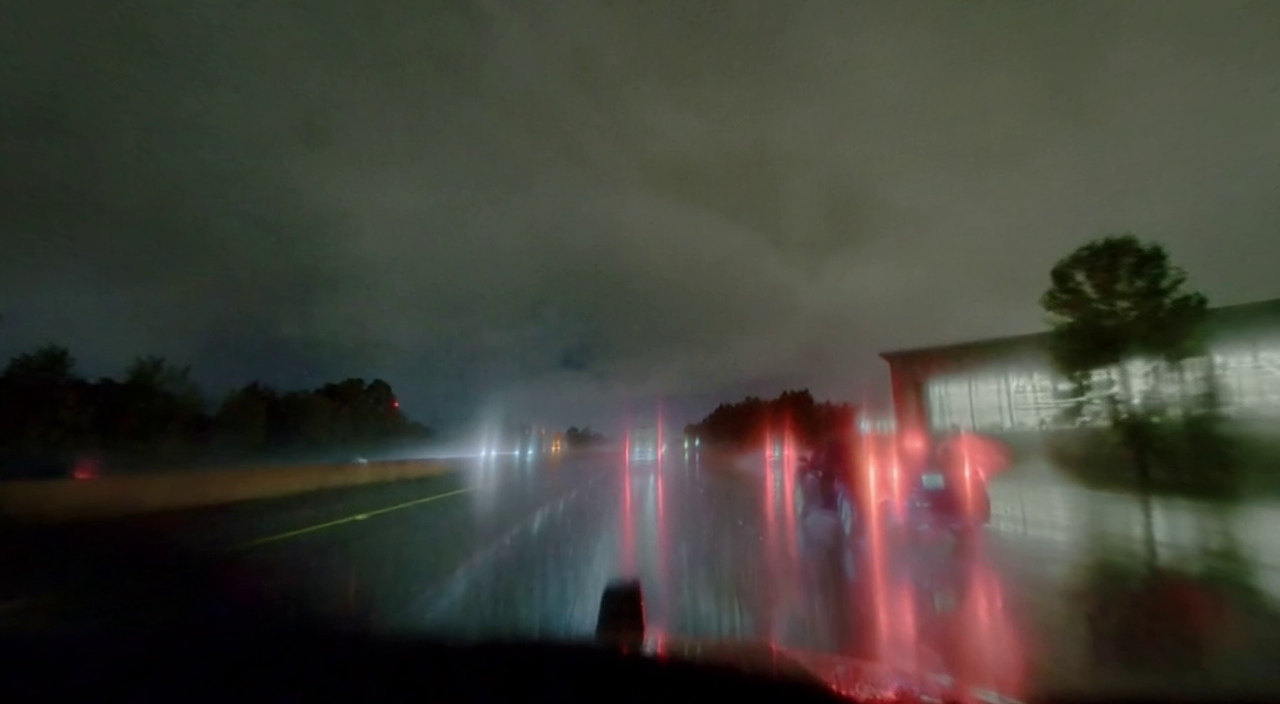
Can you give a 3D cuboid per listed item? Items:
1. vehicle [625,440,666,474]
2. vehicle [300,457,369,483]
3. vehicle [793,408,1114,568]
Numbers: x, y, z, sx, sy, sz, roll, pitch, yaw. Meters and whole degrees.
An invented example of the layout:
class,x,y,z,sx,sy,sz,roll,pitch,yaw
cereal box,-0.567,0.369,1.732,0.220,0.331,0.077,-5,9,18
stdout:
class,x,y,z,sx,sy,sz,roll,pitch,yaw
vehicle,0.249,5.464,32.945,2.015,1.639,4.086,0,-9,0
vehicle,-19.171,7.404,39.803,1.889,1.486,4.749,0,-9,1
vehicle,3.786,1.780,8.969,2.008,1.595,5.082,0,-9,1
